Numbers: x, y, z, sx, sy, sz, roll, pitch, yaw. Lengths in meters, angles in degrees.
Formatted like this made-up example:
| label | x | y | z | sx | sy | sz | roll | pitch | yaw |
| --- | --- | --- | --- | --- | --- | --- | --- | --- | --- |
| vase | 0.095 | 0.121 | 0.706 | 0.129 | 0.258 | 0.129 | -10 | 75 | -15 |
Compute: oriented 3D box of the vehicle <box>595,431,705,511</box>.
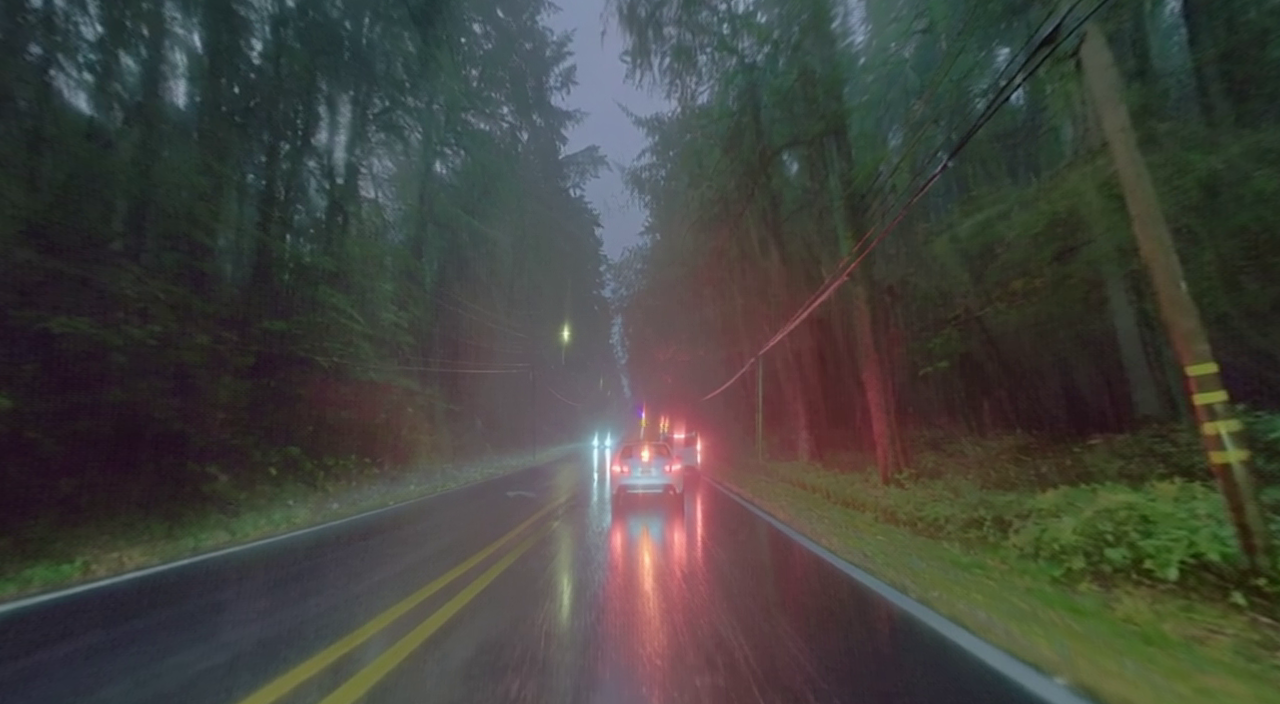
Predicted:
| label | x | y | z | sx | sy | sz | roll | pitch | yaw |
| --- | --- | --- | --- | --- | --- | --- | --- | --- | --- |
| vehicle | 0.168 | 2.541 | 13.916 | 2.081 | 1.503 | 3.726 | 0 | -8 | -1 |
